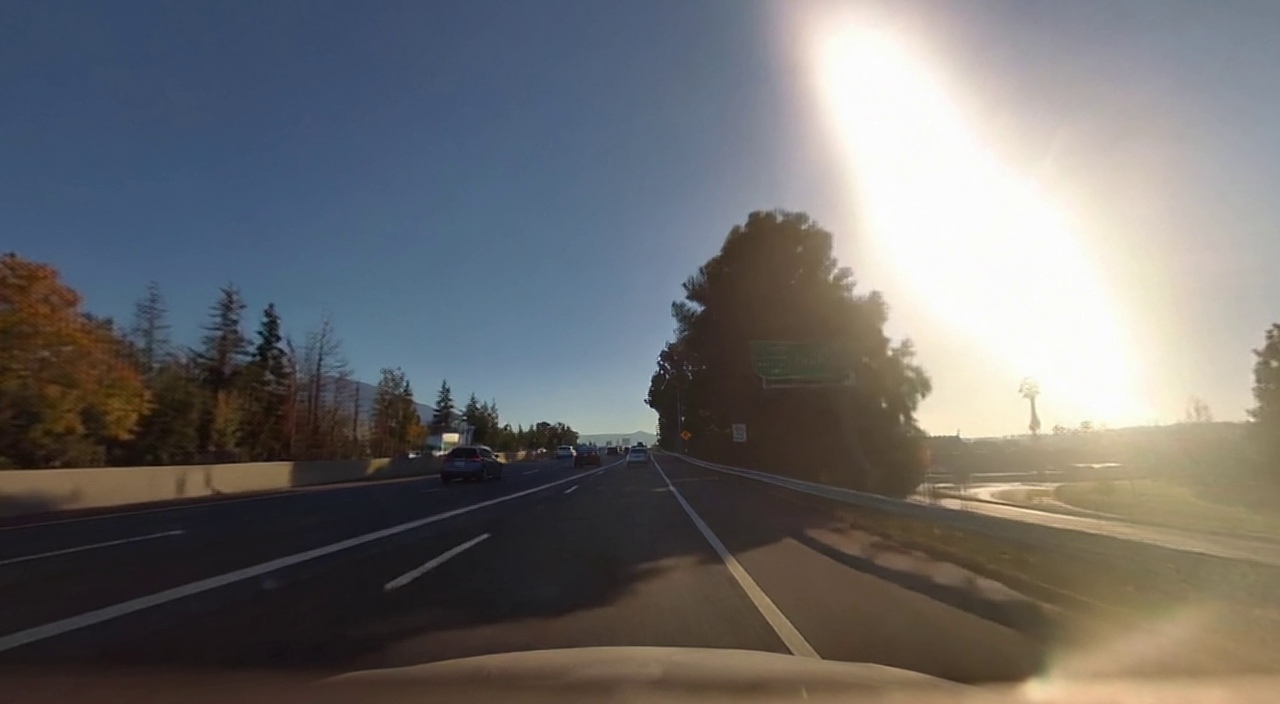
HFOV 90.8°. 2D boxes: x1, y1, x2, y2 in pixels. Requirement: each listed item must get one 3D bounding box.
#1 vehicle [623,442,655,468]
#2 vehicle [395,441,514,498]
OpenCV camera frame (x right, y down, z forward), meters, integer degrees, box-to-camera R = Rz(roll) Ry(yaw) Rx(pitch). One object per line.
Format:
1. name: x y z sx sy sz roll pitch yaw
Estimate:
1. vehicle: -0.013 7.388 45.532 2.179 1.742 4.396 0 -9 1
2. vehicle: -5.657 3.640 20.020 2.102 1.562 4.884 -1 -9 3
